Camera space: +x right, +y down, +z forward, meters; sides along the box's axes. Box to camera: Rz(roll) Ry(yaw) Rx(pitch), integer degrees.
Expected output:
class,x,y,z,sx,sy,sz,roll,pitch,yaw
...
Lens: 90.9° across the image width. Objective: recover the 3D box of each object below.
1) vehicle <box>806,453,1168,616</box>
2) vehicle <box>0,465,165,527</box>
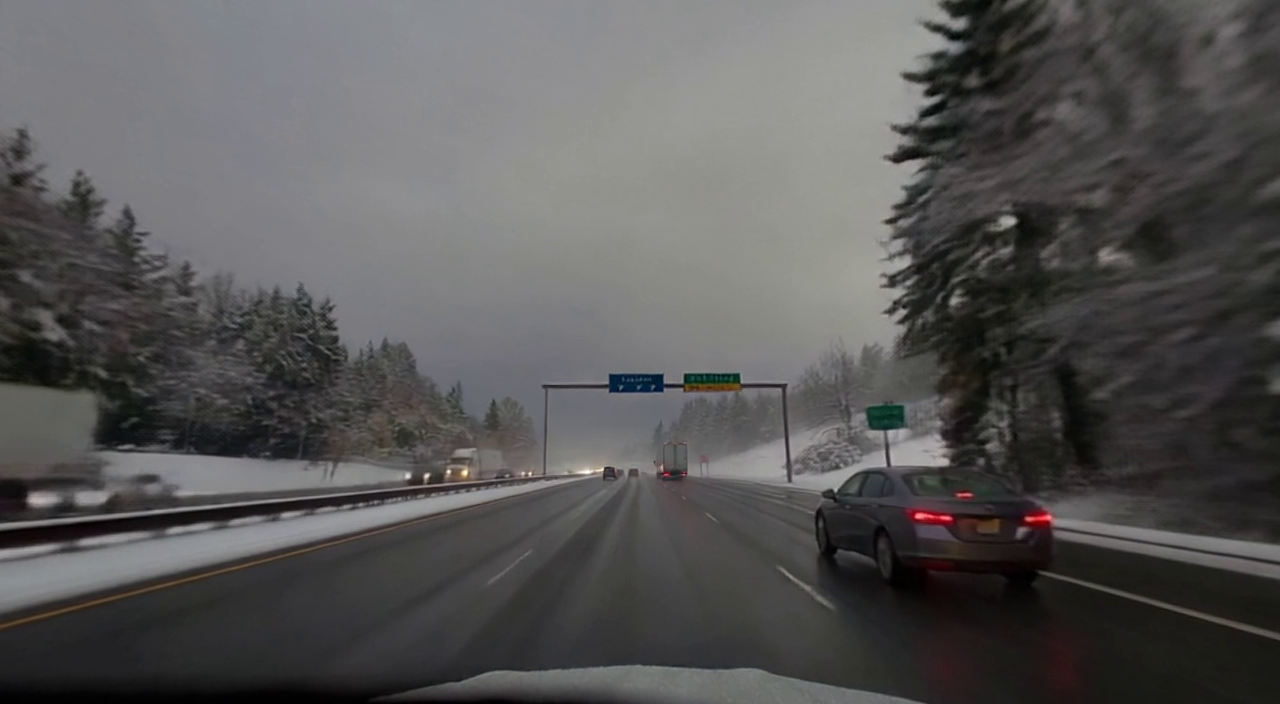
class,x,y,z,sx,sy,sz,roll,pitch,yaw
vehicle,3.844,2.129,8.202,2.051,1.472,4.547,1,-10,-1
vehicle,-15.826,3.904,17.484,1.780,1.452,4.497,1,-10,-1
